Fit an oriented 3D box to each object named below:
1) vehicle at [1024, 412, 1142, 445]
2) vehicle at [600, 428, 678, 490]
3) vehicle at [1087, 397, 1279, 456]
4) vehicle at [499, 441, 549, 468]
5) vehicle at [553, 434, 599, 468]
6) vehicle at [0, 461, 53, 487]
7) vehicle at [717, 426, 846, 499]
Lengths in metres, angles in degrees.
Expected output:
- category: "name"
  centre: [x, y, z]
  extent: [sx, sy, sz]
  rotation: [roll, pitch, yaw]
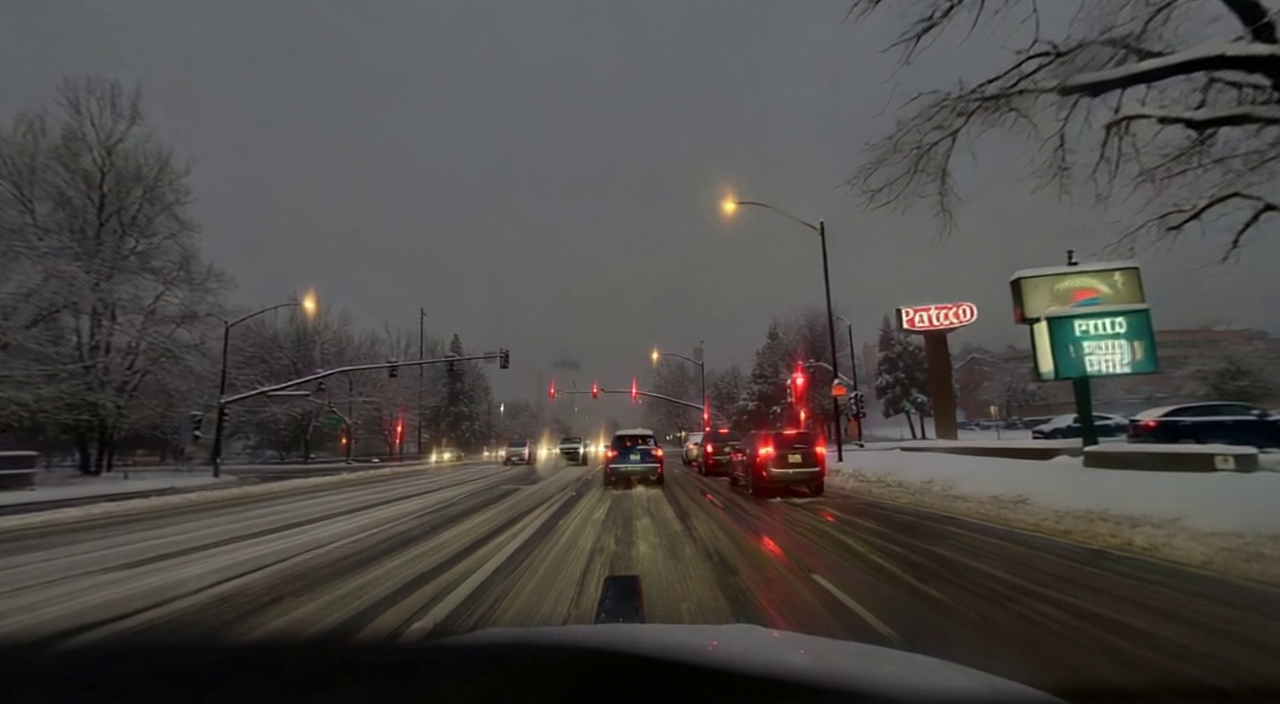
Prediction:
- category: "vehicle"
  centre: [23.872, 4.155, 34.176]
  extent: [4.854, 1.712, 2.017]
  rotation: [0, -8, -1]
- category: "vehicle"
  centre: [-0.118, 3.269, 19.553]
  extent: [2.146, 1.685, 4.003]
  rotation: [0, -8, -2]
- category: "vehicle"
  centre: [15.408, 2.103, 17.574]
  extent: [4.344, 1.512, 1.936]
  rotation: [-1, -8, 4]
- category: "vehicle"
  centre: [-6.635, 5.917, 36.625]
  extent: [1.954, 1.473, 4.350]
  rotation: [0, -8, 1]
- category: "vehicle"
  centre: [-3.568, 5.614, 35.940]
  extent: [2.106, 1.778, 4.444]
  rotation: [0, -8, 0]
- category: "vehicle"
  centre: [-38.906, 7.447, 38.672]
  extent: [1.801, 1.434, 4.245]
  rotation: [0, -8, 0]
- category: "vehicle"
  centre: [3.550, 2.890, 16.864]
  extent: [2.198, 1.660, 4.512]
  rotation: [0, -8, -3]
